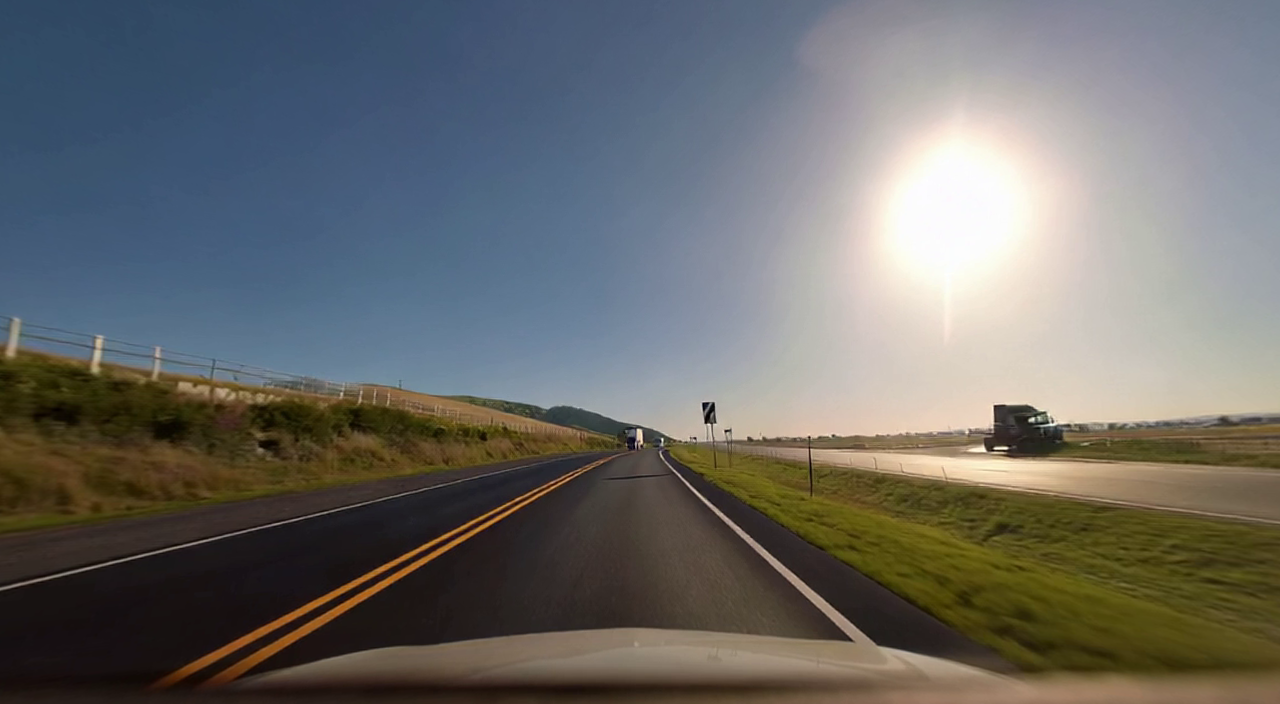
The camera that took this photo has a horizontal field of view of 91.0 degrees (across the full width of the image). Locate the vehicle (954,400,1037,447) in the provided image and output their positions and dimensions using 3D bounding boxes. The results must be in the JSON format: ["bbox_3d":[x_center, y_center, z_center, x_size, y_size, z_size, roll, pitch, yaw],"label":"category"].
[{"bbox_3d":[24.979,5.095,44.275,4.691,3.097,3.036,-5,-9,31],"label":"vehicle"}]
